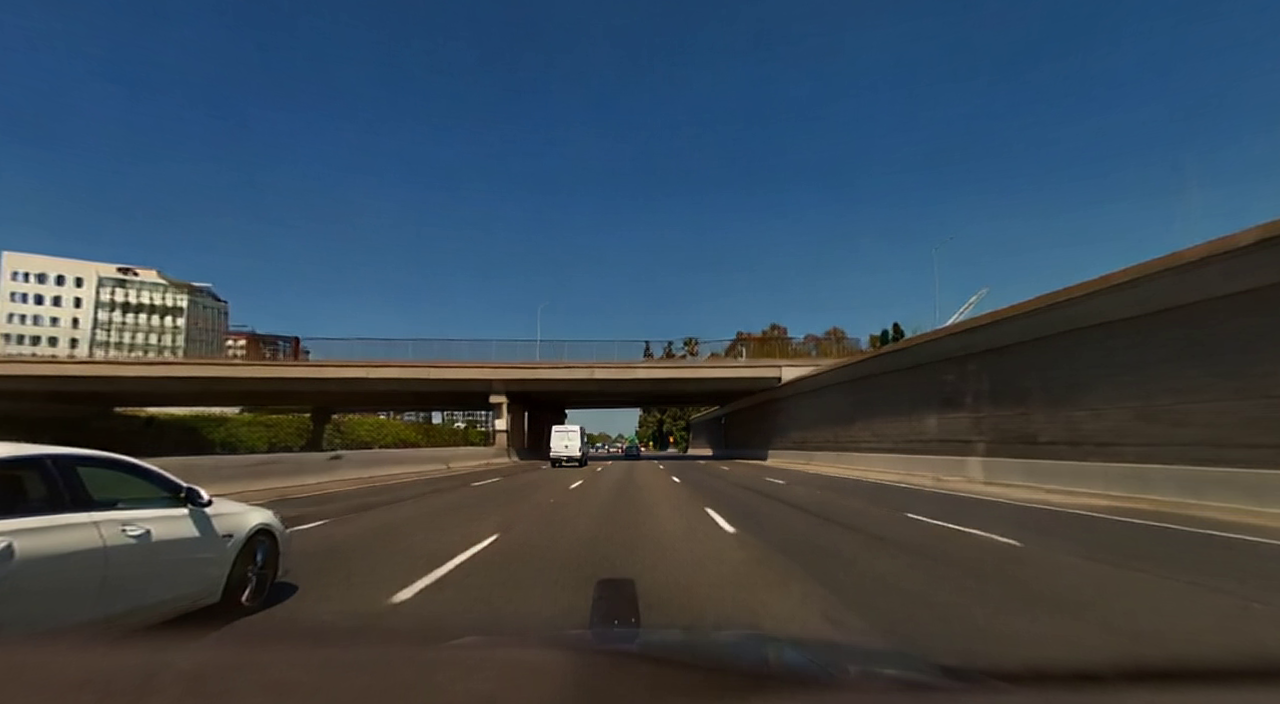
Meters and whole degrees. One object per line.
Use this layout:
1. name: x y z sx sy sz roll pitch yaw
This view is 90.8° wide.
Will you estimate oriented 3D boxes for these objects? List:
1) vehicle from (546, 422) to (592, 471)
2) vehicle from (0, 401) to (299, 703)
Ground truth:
1. vehicle: -4.516 6.183 41.351 2.364 2.953 6.732 0 -9 -1
2. vehicle: -3.990 1.045 3.129 2.025 1.556 4.594 0 -9 0
